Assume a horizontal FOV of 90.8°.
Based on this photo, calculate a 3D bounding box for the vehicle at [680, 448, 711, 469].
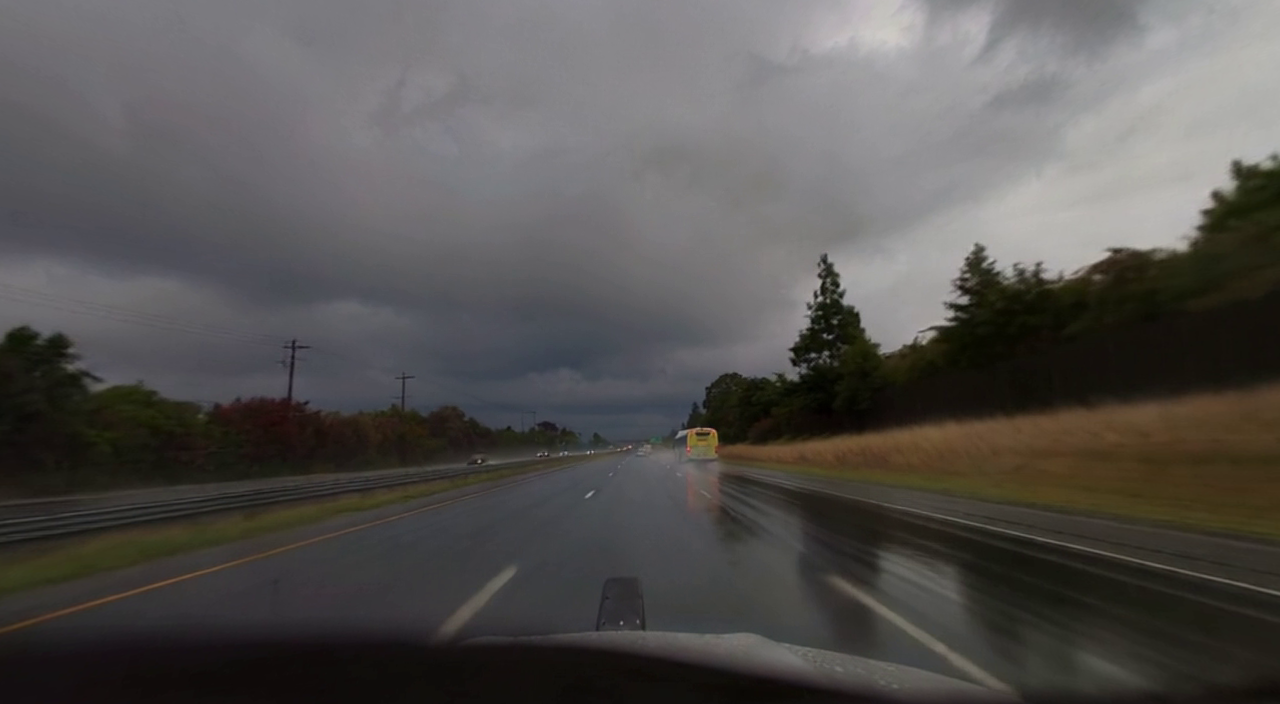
[{"bbox_3d":[4.185,8.134,48.358,1.934,1.498,3.838,0,-9,-2],"label":"vehicle"}]
